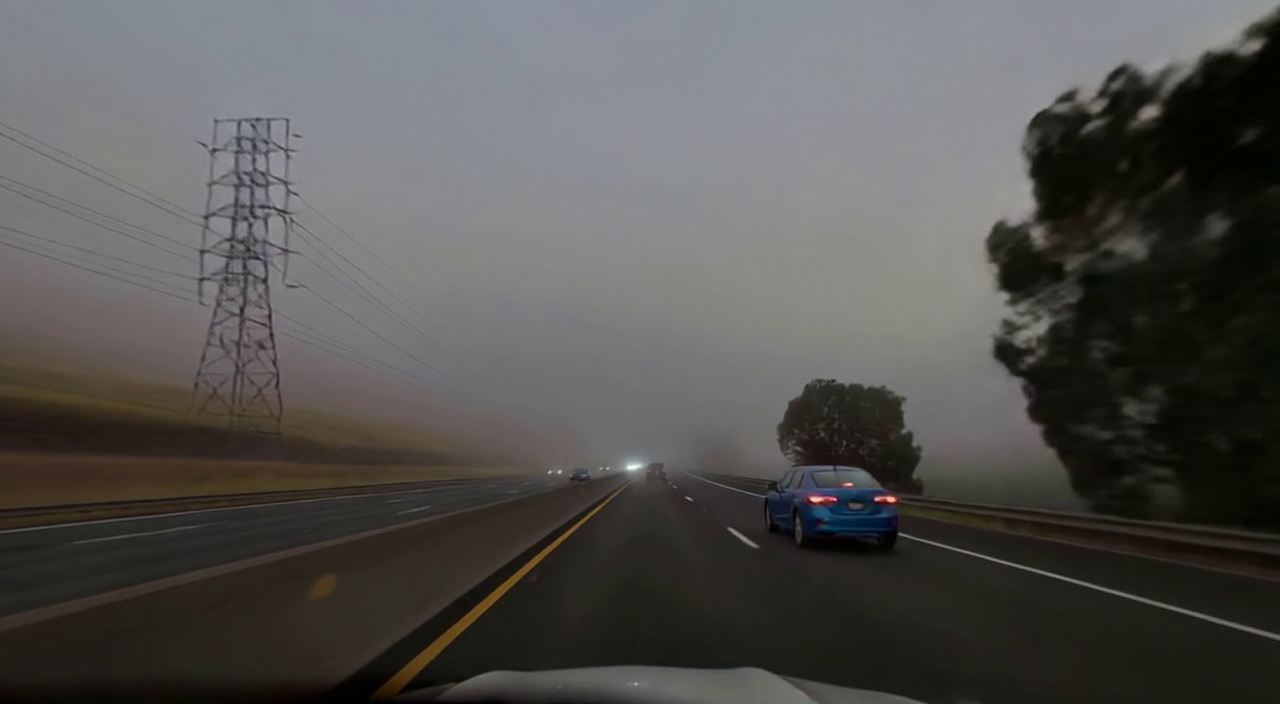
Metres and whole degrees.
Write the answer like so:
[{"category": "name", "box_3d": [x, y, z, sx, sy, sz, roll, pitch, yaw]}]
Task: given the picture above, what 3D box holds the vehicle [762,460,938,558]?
[{"category": "vehicle", "box_3d": [3.758, 2.896, 12.104, 1.985, 1.521, 3.904, 1, -10, -1]}]
